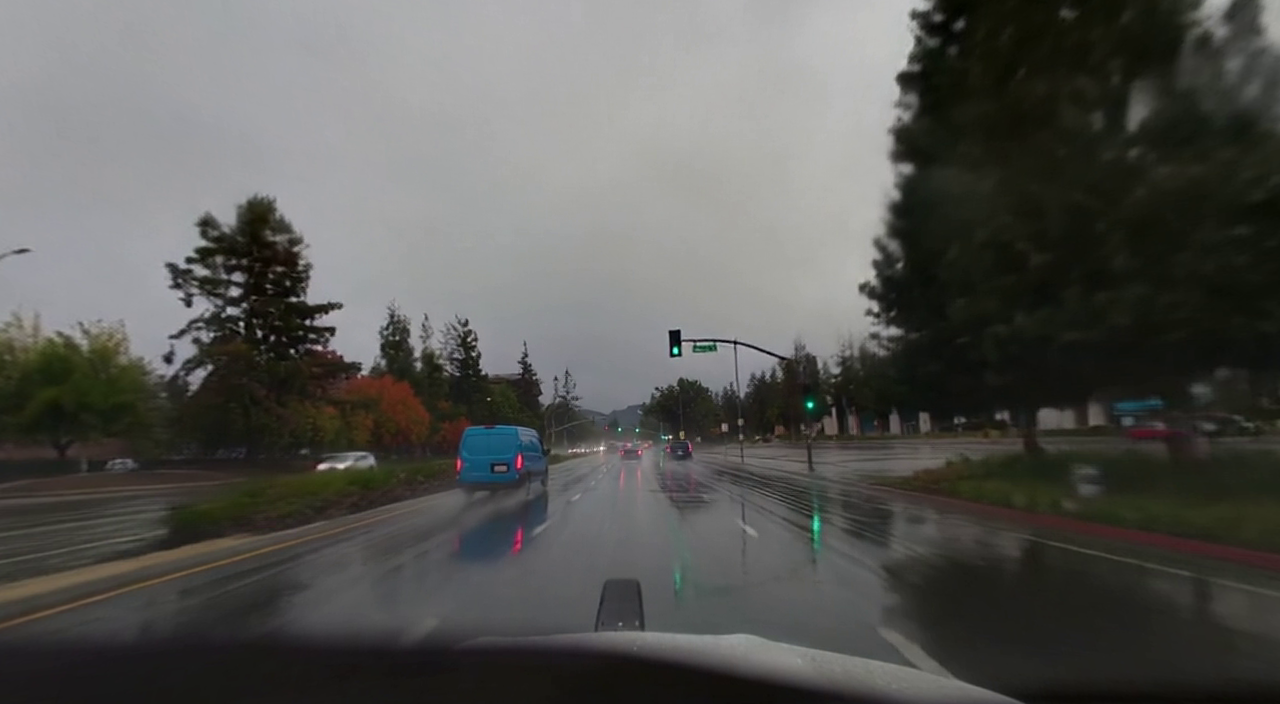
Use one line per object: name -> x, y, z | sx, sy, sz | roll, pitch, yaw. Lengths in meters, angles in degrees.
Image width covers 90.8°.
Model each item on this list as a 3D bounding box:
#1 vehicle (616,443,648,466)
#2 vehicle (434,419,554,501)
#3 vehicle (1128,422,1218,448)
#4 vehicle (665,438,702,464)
vehicle -> -0.570, 6.947, 43.080 | 2.039, 1.455, 3.826 | 0, -8, -2
vehicle -> -3.660, 2.833, 16.874 | 2.075, 1.863, 4.744 | 0, -9, 0
vehicle -> 34.210, 5.355, 40.624 | 3.874, 1.412, 1.851 | -4, -9, 5
vehicle -> 3.050, 7.063, 45.117 | 2.181, 1.781, 4.257 | 0, -8, -2
